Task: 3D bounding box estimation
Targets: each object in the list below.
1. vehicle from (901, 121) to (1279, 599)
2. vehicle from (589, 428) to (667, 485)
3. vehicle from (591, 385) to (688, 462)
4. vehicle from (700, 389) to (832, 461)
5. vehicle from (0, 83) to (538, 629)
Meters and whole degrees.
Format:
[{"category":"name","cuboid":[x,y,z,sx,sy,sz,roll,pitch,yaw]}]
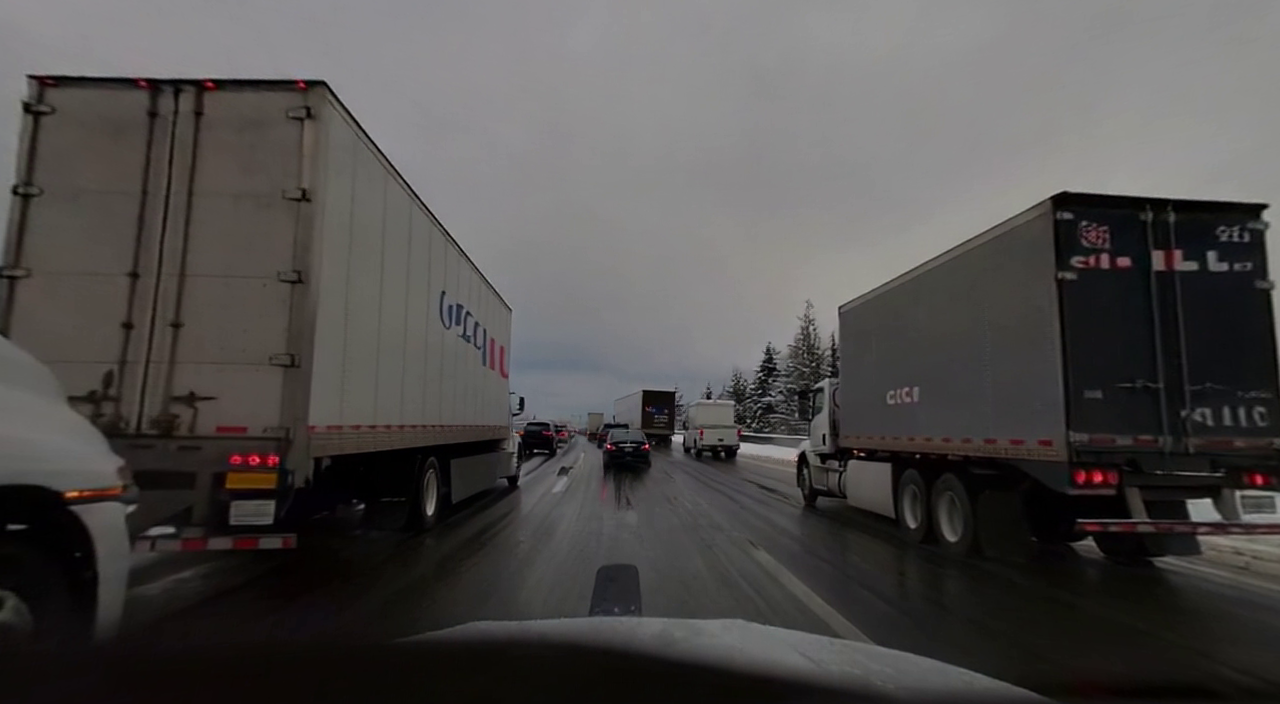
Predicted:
[{"category":"vehicle","cuboid":[7.233,-0.085,4.414,2.758,4.032,11.419,3,-8,-20]},{"category":"vehicle","cuboid":[-0.491,3.151,19.406,2.060,1.540,4.374,1,-8,-5]},{"category":"vehicle","cuboid":[-0.526,4.793,40.878,2.899,4.112,13.912,2,-8,-15]},{"category":"vehicle","cuboid":[7.785,4.925,41.602,2.866,4.057,11.808,3,-8,-19]},{"category":"vehicle","cuboid":[-3.813,0.607,9.417,2.919,3.779,10.307,0,-8,0]}]
